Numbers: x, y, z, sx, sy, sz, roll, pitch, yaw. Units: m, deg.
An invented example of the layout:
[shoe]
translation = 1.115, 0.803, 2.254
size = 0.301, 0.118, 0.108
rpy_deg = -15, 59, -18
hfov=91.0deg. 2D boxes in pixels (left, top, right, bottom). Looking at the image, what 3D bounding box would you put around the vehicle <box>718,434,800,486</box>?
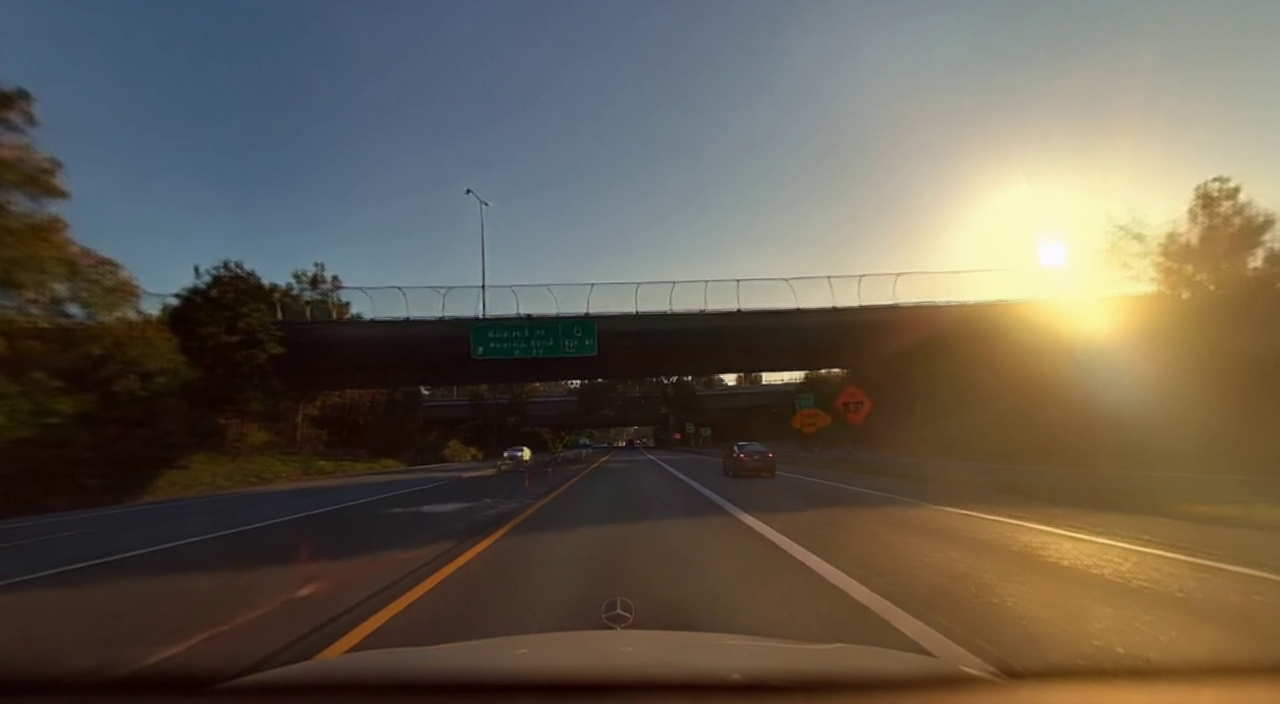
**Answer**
[vehicle]
translation = 3.664, 3.377, 19.972
size = 1.781, 1.470, 3.540
rpy_deg = 0, -8, -2
